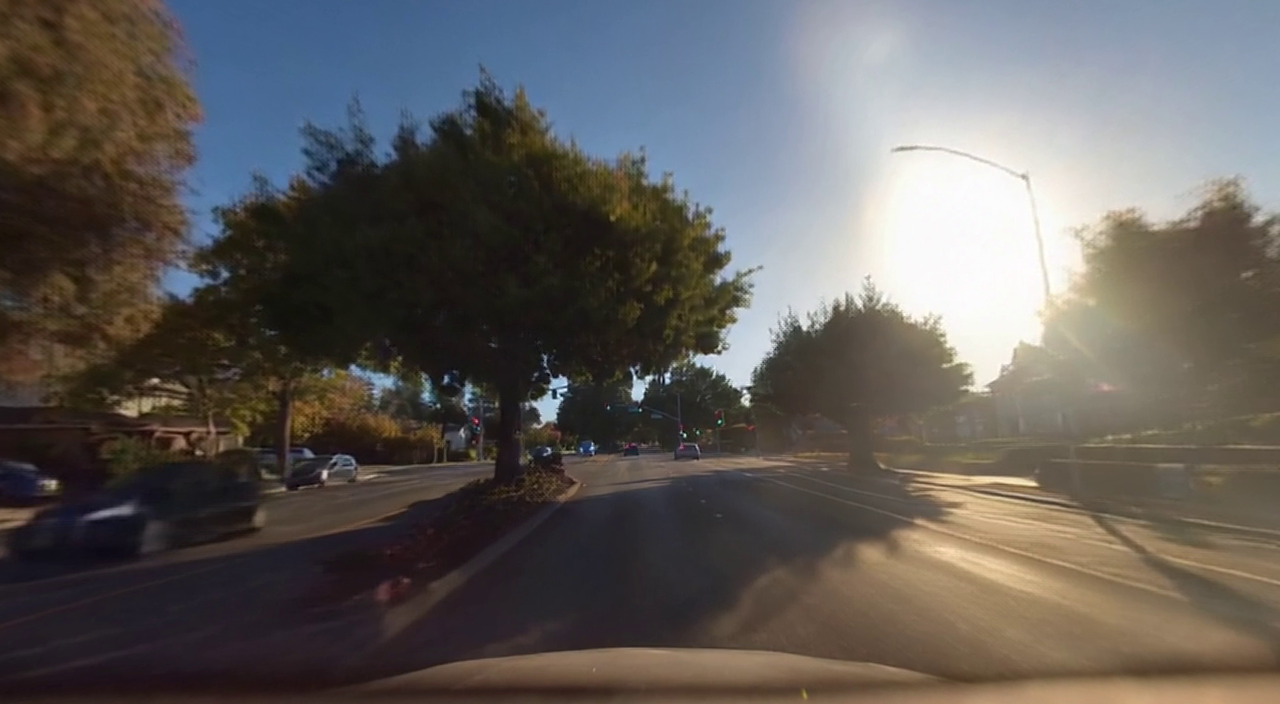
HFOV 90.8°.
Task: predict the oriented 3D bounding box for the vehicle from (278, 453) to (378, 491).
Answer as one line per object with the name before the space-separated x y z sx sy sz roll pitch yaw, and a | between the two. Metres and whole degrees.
vehicle | -13.499 5.206 27.705 1.992 1.453 4.439 0 -8 2

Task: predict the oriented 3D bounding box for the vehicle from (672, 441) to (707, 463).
vehicle | 3.589 7.323 46.399 2.133 1.494 4.265 0 -9 -2

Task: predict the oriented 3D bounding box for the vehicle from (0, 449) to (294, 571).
vehicle | -7.697 2.316 10.090 1.931 1.483 4.246 0 -8 0
